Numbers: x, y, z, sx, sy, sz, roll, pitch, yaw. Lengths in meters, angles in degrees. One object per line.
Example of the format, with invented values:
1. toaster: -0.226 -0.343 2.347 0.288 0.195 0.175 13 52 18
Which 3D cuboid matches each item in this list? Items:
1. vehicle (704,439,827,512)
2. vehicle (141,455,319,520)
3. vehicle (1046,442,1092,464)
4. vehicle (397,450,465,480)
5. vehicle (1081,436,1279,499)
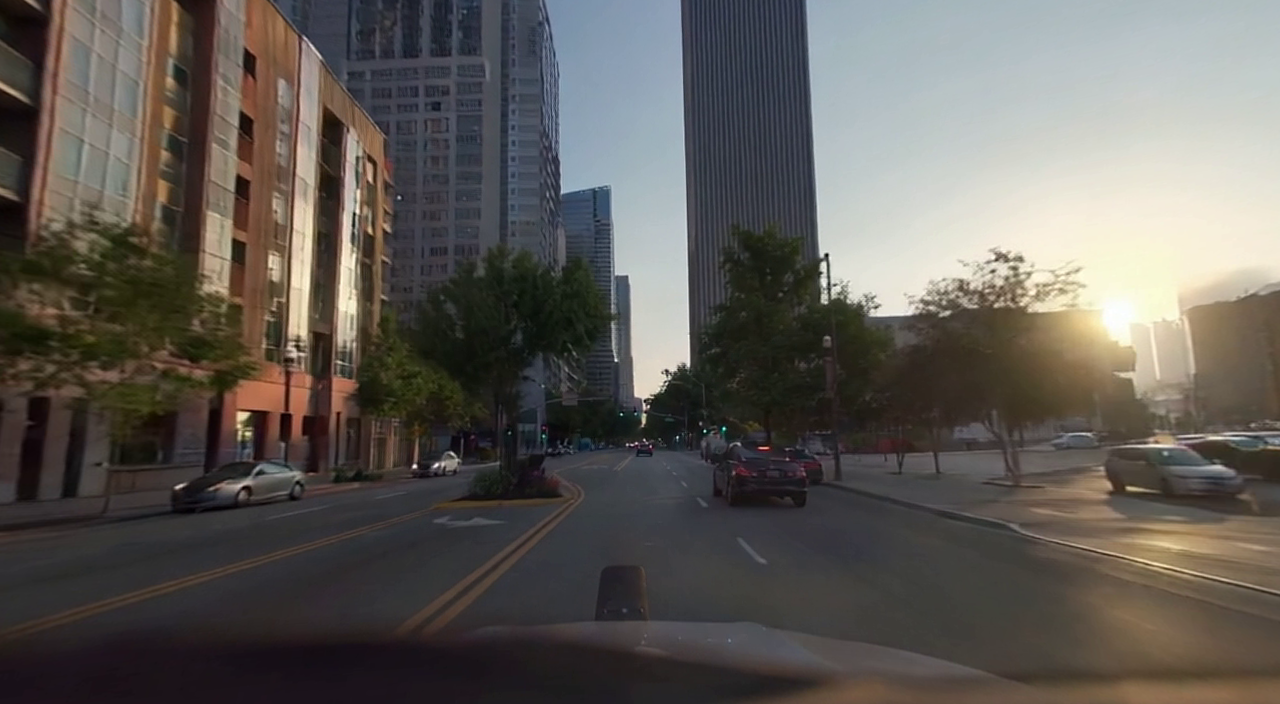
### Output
1. vehicle: 2.876 2.953 15.488 2.080 1.524 4.348 0 -9 -1
2. vehicle: -12.084 3.993 19.034 2.015 1.521 4.798 -1 -8 3
3. vehicle: 31.258 7.362 45.833 1.867 1.482 4.593 -4 -9 24
4. vehicle: -11.860 6.500 36.053 1.944 1.575 4.895 -1 -11 3
5. vehicle: 16.108 3.393 18.768 4.412 1.503 1.771 -3 -7 -1
